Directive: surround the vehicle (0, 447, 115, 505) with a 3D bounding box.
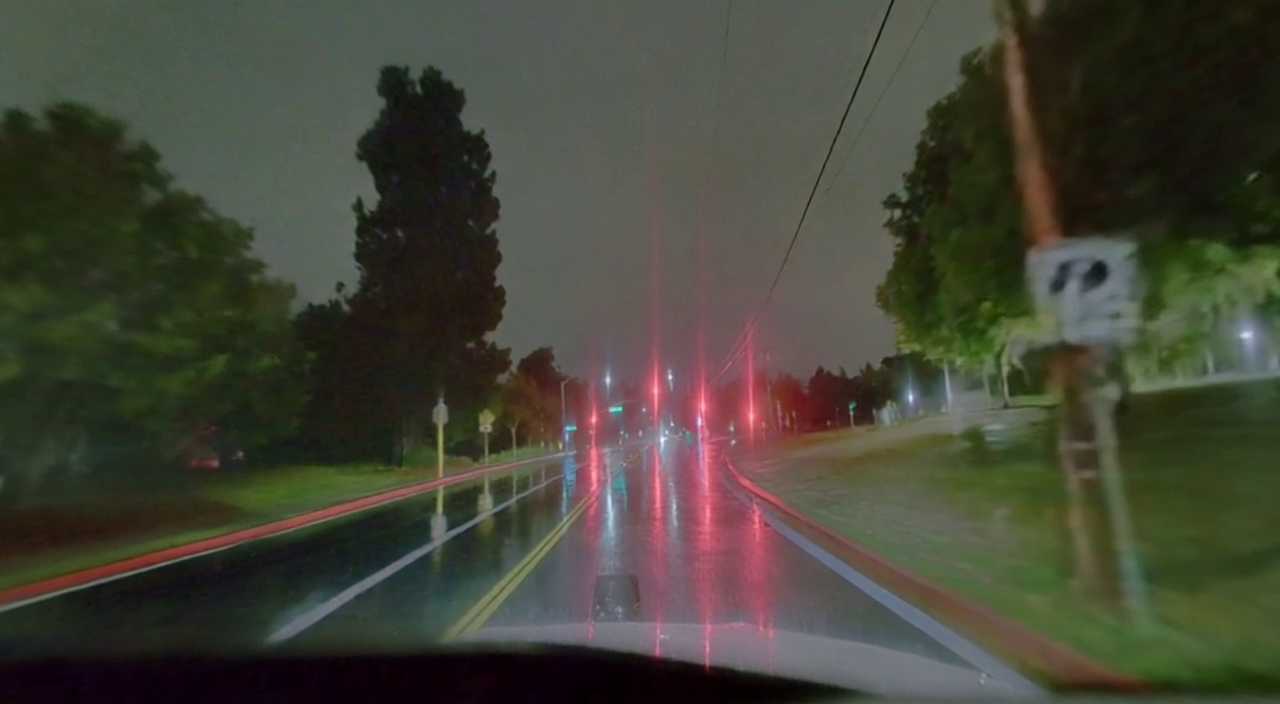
[{"bbox_3d":[-19.550,3.892,19.894,4.342,1.651,1.966,6,-10,-38],"label":"vehicle"}]

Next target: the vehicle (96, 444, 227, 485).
[{"bbox_3d":[-20.074,4.657,26.463,4.187,1.510,1.857,6,-11,-40],"label":"vehicle"}]
